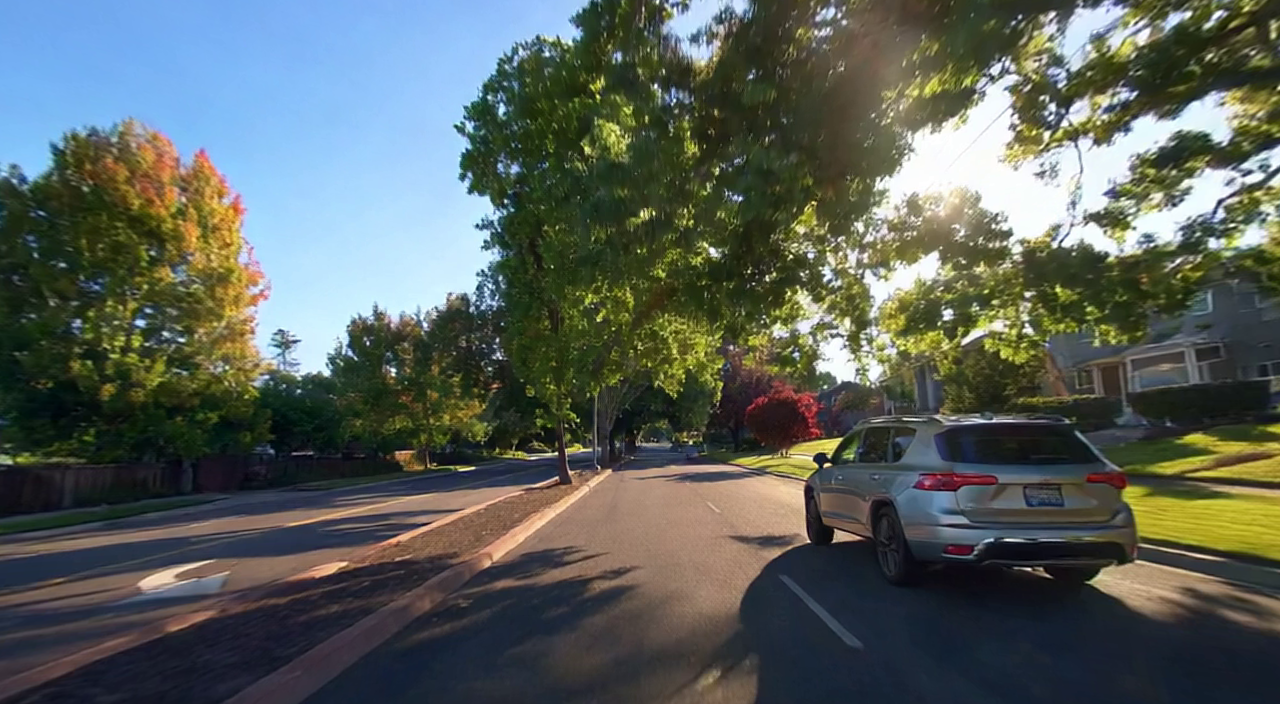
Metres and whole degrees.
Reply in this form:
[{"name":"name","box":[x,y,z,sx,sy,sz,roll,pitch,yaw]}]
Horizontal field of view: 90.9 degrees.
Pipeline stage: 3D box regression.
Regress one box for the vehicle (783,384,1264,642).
[{"name":"vehicle","box":[3.183,1.448,6.747,2.180,1.773,4.639,0,-8,0]}]
